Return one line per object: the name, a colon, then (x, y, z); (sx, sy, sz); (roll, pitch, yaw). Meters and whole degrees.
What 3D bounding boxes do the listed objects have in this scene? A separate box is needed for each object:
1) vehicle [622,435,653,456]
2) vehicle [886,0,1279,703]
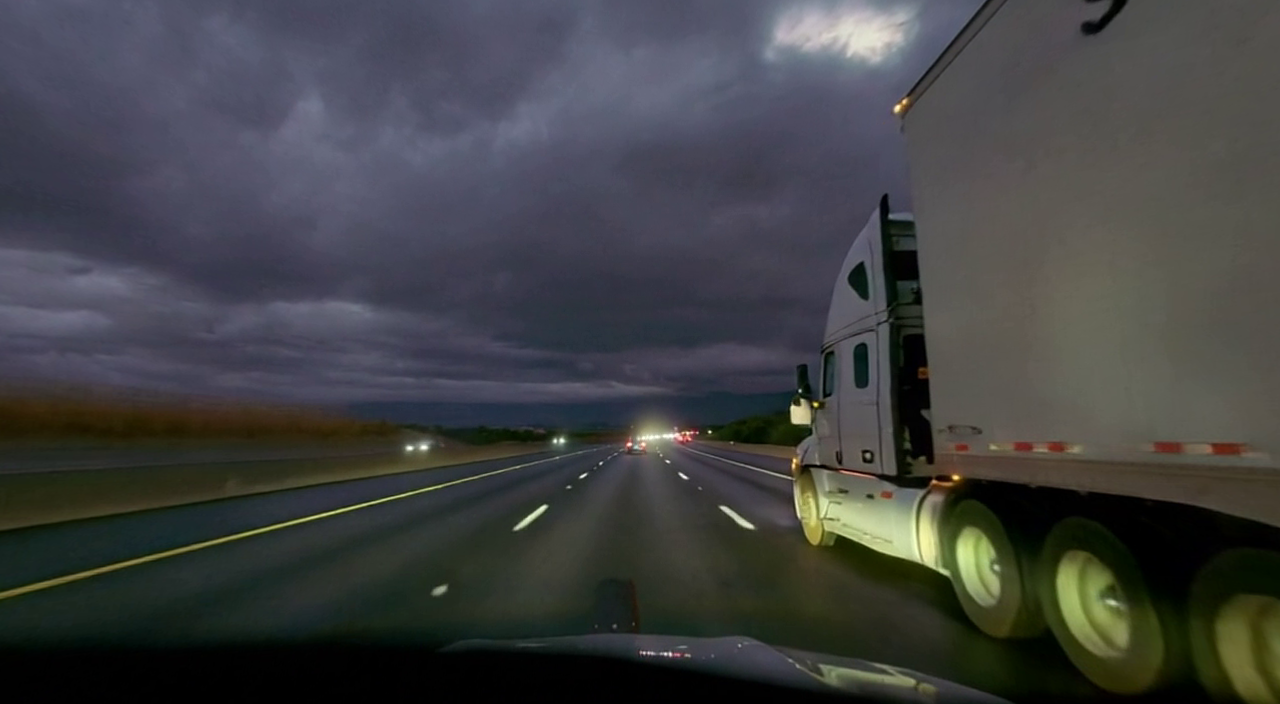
vehicle: (-0.178, 6.964, 46.867); (2.140, 1.475, 3.969); (0, -8, 0)
vehicle: (3.698, -0.181, 2.003); (3.222, 3.915, 6.030); (0, -8, -1)
